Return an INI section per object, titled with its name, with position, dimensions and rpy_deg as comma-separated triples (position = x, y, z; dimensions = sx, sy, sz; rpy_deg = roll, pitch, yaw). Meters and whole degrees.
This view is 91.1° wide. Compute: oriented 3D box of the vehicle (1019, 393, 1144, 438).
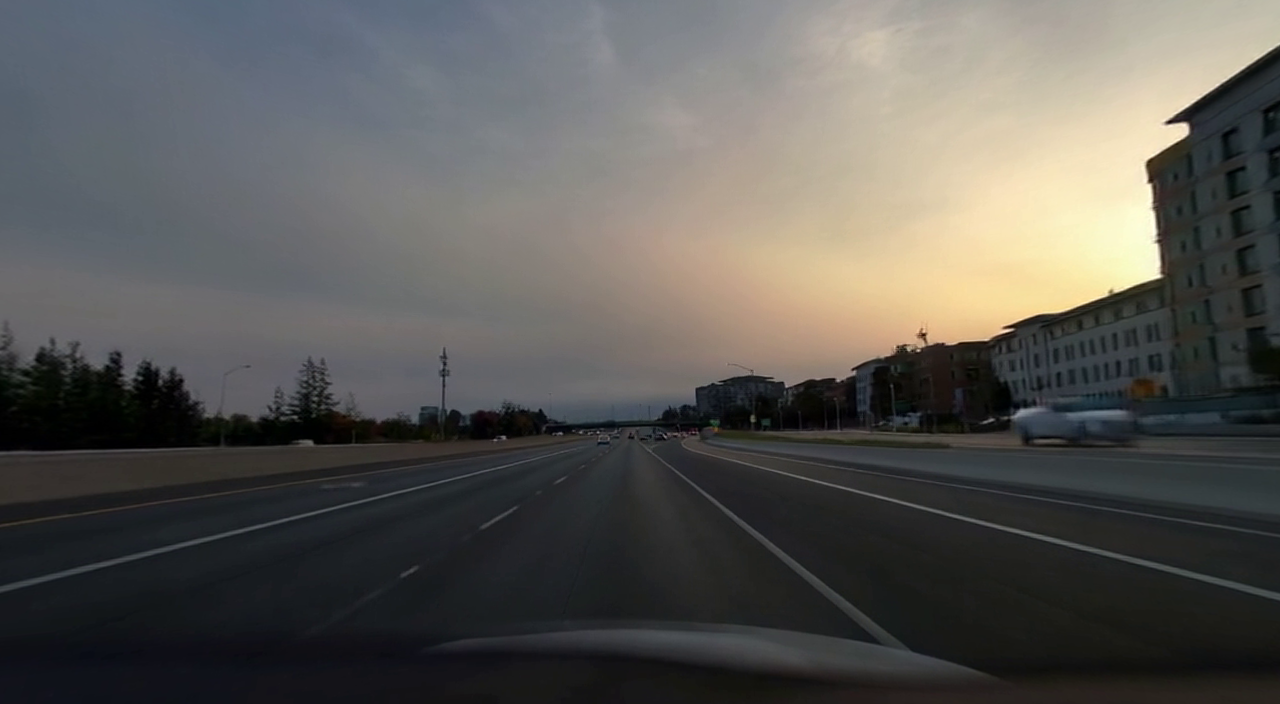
[vehicle]
position = 19.392, 2.906, 27.926
dimensions = 1.988, 1.834, 4.810
rpy_deg = 0, -8, -1
